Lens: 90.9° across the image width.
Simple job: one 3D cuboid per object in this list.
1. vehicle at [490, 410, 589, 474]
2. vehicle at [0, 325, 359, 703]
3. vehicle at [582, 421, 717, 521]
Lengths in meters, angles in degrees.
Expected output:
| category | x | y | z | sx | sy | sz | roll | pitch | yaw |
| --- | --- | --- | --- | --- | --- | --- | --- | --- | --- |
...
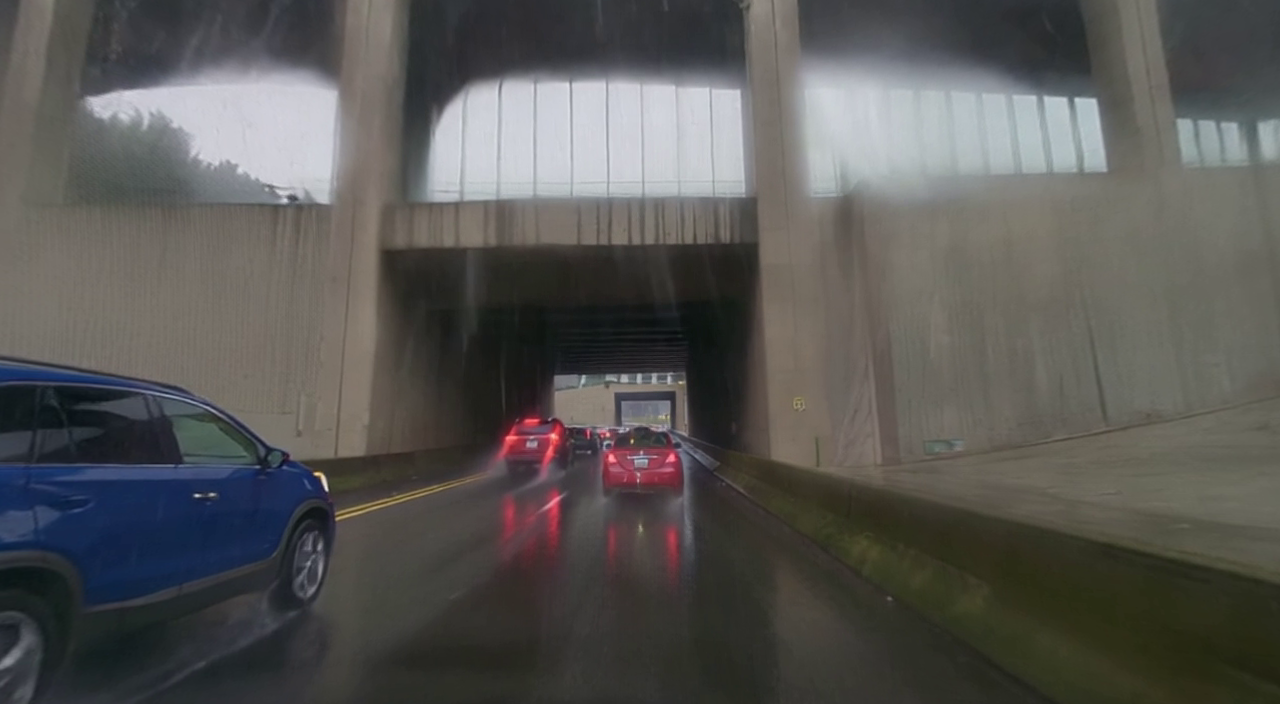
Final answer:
| category | x | y | z | sx | sy | sz | roll | pitch | yaw |
| --- | --- | --- | --- | --- | --- | --- | --- | --- | --- |
| vehicle | -3.348 | 3.208 | 22.465 | 2.329 | 1.948 | 5.800 | -1 | -8 | 3 |
| vehicle | -3.560 | 0.896 | 3.286 | 2.017 | 1.761 | 4.572 | 0 | -8 | 1 |
| vehicle | 0.139 | 2.088 | 11.548 | 2.020 | 1.478 | 4.092 | 0 | -8 | 0 |
